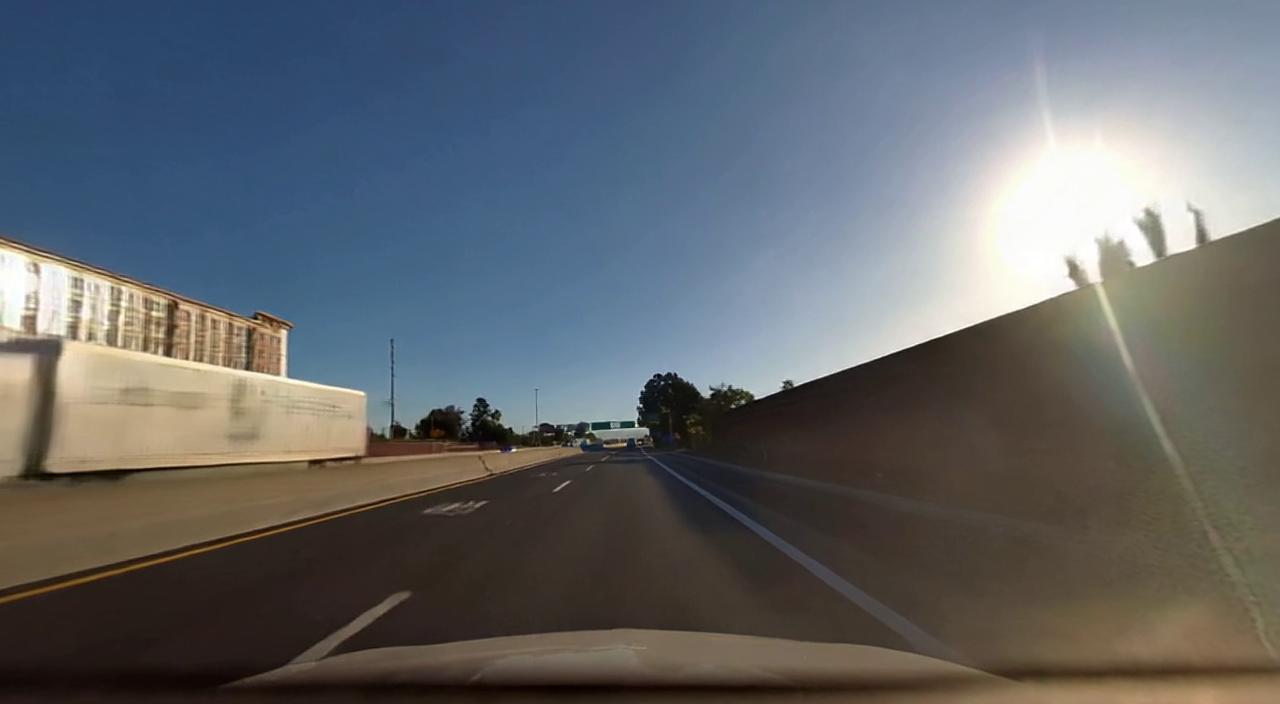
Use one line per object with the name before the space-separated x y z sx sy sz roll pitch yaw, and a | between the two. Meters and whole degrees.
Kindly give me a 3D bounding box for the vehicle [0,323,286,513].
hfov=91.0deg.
vehicle | -16.575 2.329 20.610 3.837 4.617 10.494 0 -8 -1
